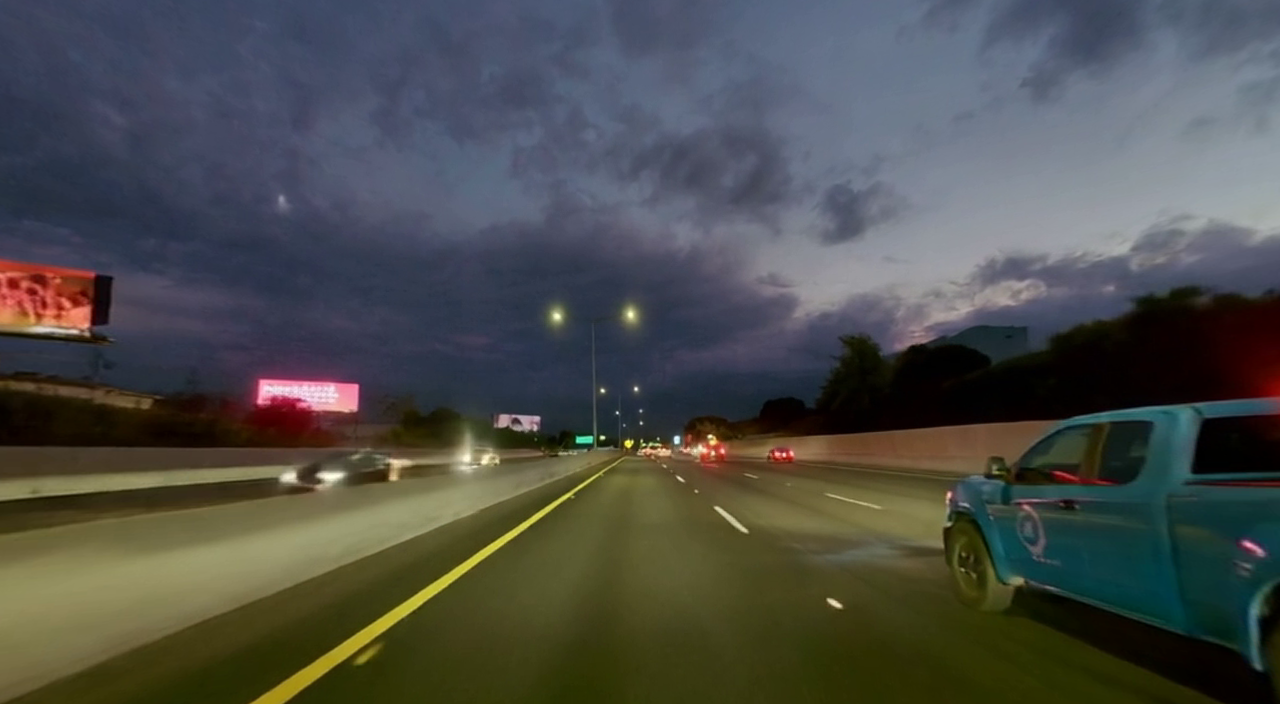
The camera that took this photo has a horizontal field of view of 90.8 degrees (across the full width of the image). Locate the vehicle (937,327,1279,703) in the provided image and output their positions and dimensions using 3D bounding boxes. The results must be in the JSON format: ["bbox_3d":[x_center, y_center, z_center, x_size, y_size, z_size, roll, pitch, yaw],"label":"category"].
[{"bbox_3d":[3.231,0.814,2.450,1.973,1.710,4.476,0,-9,0],"label":"vehicle"}]

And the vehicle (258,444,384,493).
[{"bbox_3d":[-10.944,4.002,22.125,1.975,1.527,4.580,0,-9,1],"label":"vehicle"}]
